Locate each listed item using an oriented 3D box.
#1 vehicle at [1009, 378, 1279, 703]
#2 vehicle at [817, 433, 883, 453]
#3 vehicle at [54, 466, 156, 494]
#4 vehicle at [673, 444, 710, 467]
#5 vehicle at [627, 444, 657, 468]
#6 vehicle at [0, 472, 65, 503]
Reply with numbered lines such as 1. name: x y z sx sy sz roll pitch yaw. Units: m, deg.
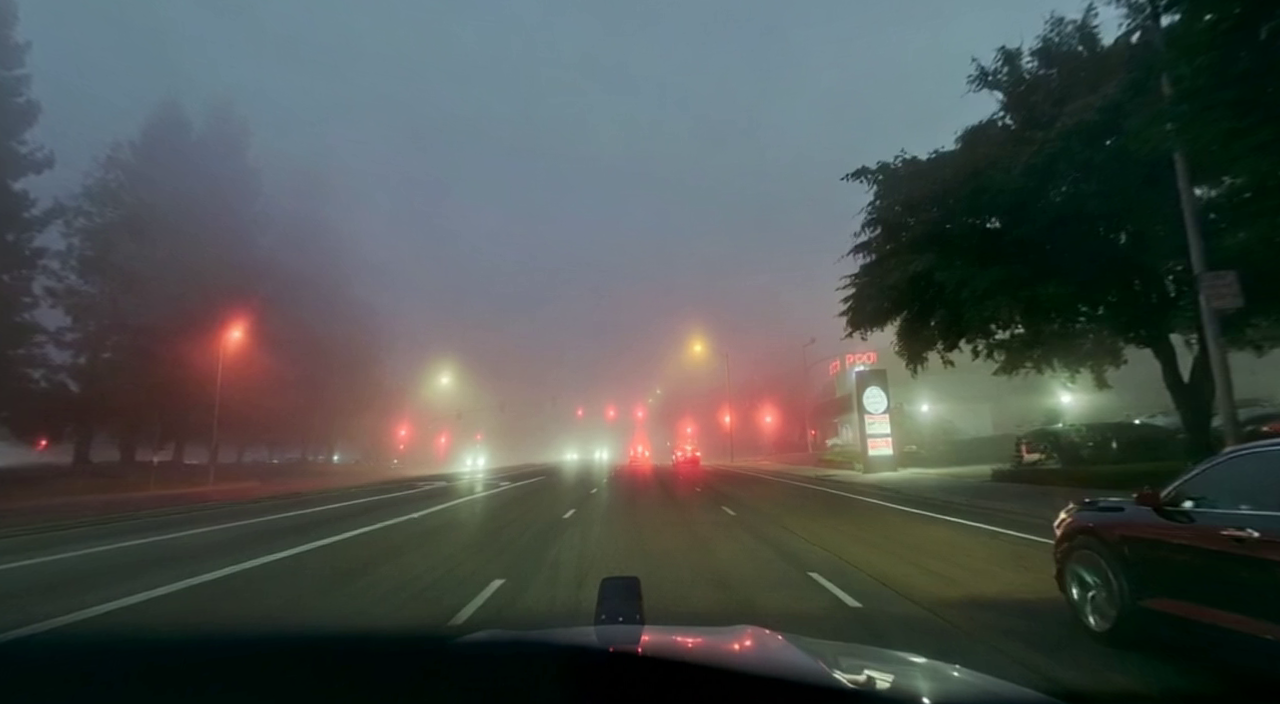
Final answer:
1. vehicle: 3.794 0.857 2.472 1.889 1.572 4.605 0 -9 0
2. vehicle: 15.924 6.938 48.123 4.344 1.512 1.936 -1 -9 4
3. vehicle: -33.826 8.109 40.138 4.560 1.530 1.950 5 -10 -31
4. vehicle: 3.808 7.691 47.122 2.198 1.660 4.512 0 -9 -2
5. vehicle: 0.134 7.778 47.597 2.146 1.685 4.003 0 -9 -1
6. vehicle: -33.743 7.224 33.666 4.234 1.462 1.921 5 -10 -34
